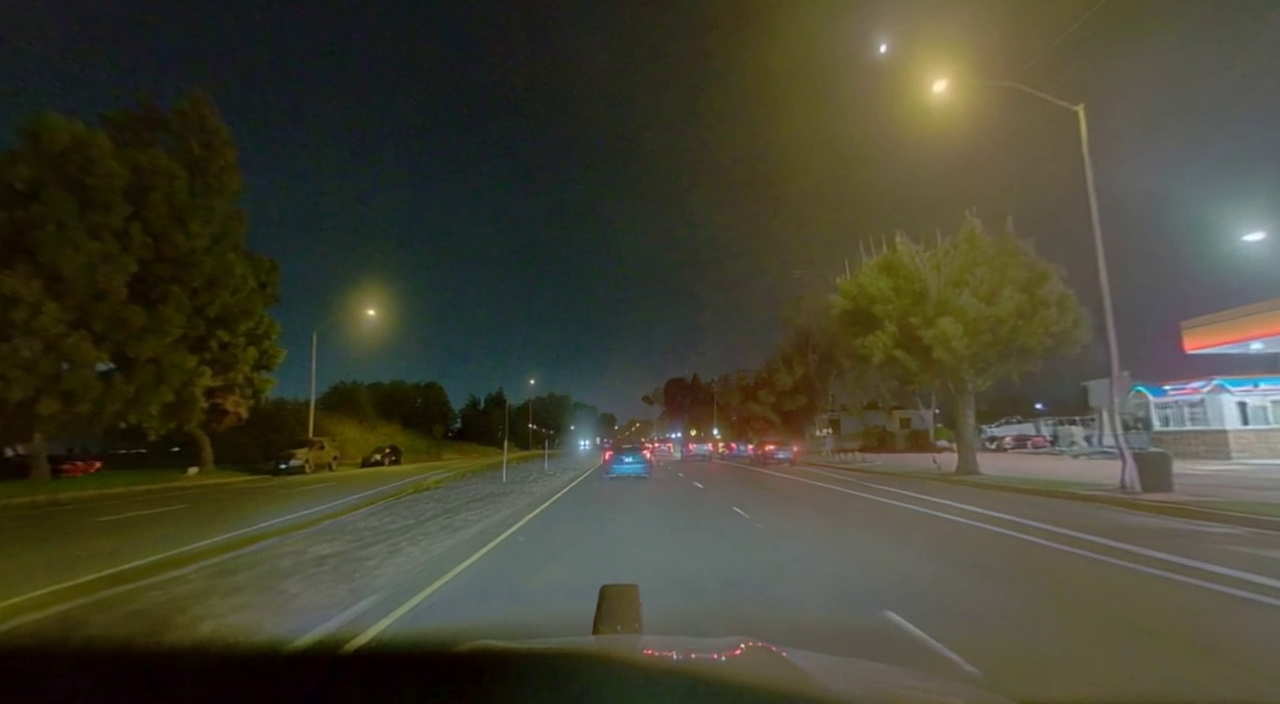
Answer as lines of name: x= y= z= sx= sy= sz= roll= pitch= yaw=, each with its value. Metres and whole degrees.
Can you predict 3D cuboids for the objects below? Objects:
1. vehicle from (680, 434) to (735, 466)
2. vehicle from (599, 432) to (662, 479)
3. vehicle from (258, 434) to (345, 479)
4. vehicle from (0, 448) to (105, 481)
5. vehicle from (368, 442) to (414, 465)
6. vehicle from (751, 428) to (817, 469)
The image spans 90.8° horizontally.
vehicle: x=3.274 y=4.911 z=31.656 sx=2.124 sy=1.476 sz=4.730 roll=0 pitch=-8 yaw=-1
vehicle: x=-0.284 y=3.629 z=22.321 sx=2.052 sy=1.488 sz=3.779 roll=0 pitch=-8 yaw=1
vehicle: x=-19.002 y=5.839 z=35.793 sx=2.222 sy=2.141 sz=5.390 roll=-1 pitch=-6 yaw=-3
vehicle: x=-27.576 y=5.121 z=28.903 sx=4.413 sy=1.451 sz=1.882 roll=0 pitch=-9 yaw=0
vehicle: x=-19.356 y=7.915 z=49.328 sx=1.903 sy=1.706 sz=3.994 roll=0 pitch=-8 yaw=0
vehicle: x=6.733 y=4.592 z=30.032 sx=2.117 sy=1.757 sz=4.969 roll=0 pitch=-8 yaw=2
